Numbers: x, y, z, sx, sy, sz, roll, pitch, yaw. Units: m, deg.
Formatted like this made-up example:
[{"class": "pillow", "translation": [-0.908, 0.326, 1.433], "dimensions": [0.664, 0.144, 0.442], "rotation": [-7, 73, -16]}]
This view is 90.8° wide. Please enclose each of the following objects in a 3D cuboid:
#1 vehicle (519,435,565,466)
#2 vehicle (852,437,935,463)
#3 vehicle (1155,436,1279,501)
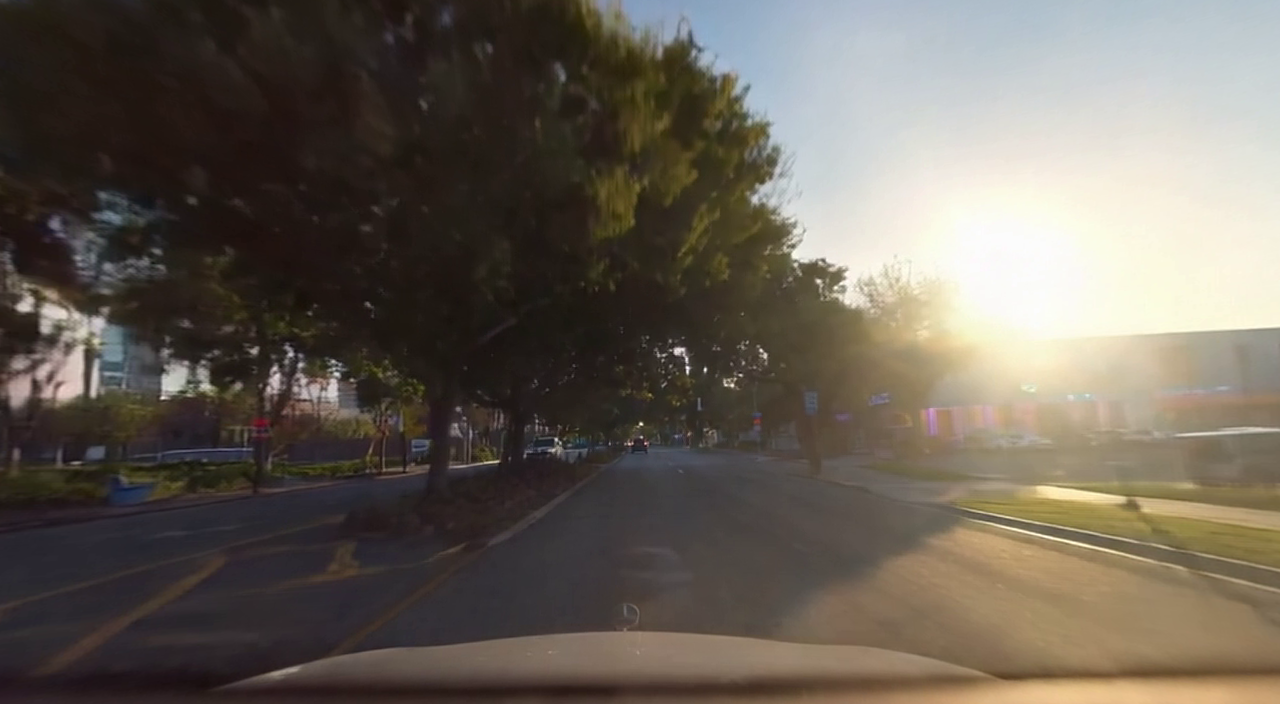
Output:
[{"class": "vehicle", "translation": [-6.768, 6.893, 44.379], "dimensions": [2.437, 1.986, 5.135], "rotation": [0, -8, 0]}, {"class": "vehicle", "translation": [16.162, 6.265, 40.458], "dimensions": [4.421, 1.412, 1.949], "rotation": [-2, -8, 0]}, {"class": "vehicle", "translation": [16.785, 3.010, 16.578], "dimensions": [4.665, 1.570, 2.080], "rotation": [0, -8, 0]}]
